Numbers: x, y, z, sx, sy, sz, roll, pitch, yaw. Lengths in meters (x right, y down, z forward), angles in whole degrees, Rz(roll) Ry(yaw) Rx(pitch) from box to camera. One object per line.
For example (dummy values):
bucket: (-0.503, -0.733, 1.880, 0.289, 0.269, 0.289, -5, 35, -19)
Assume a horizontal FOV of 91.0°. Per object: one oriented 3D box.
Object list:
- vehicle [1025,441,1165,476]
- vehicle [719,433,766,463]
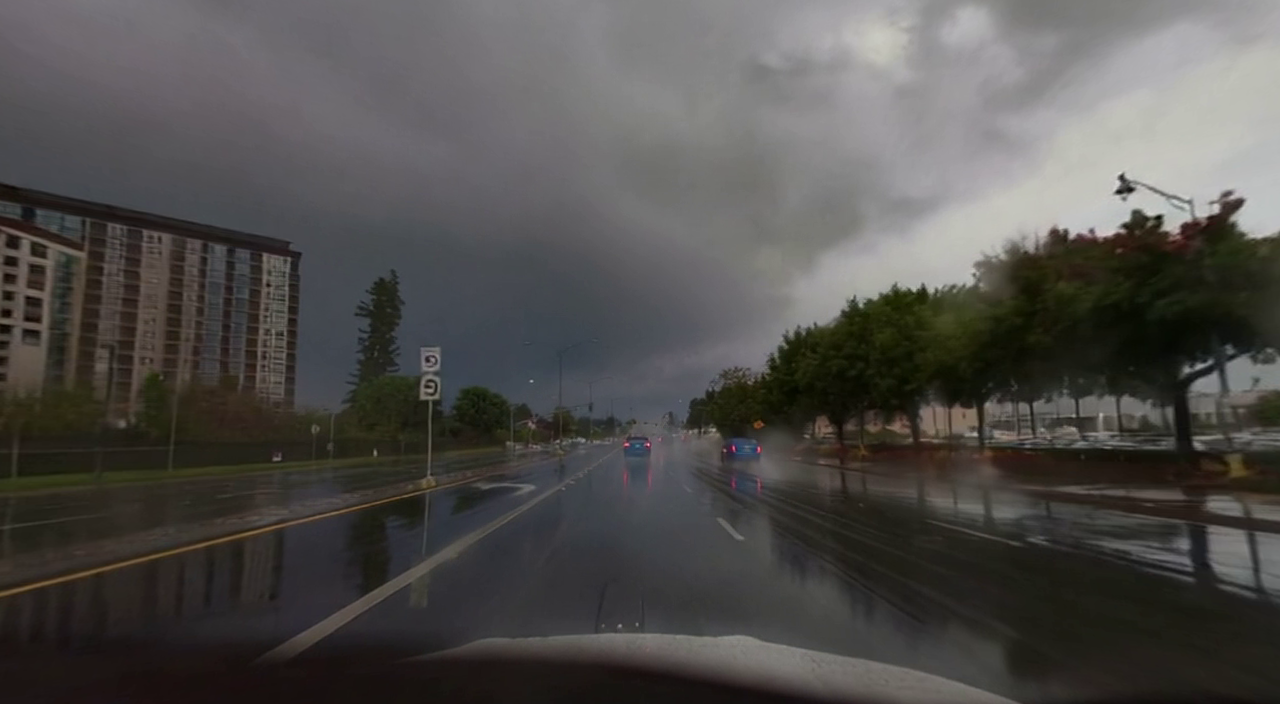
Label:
vehicle: (19.899, 4.672, 27.669, 4.653, 1.438, 1.939, 0, -9, -2)
vehicle: (6.651, 6.299, 41.257, 2.136, 1.799, 4.796, 1, -9, -2)
